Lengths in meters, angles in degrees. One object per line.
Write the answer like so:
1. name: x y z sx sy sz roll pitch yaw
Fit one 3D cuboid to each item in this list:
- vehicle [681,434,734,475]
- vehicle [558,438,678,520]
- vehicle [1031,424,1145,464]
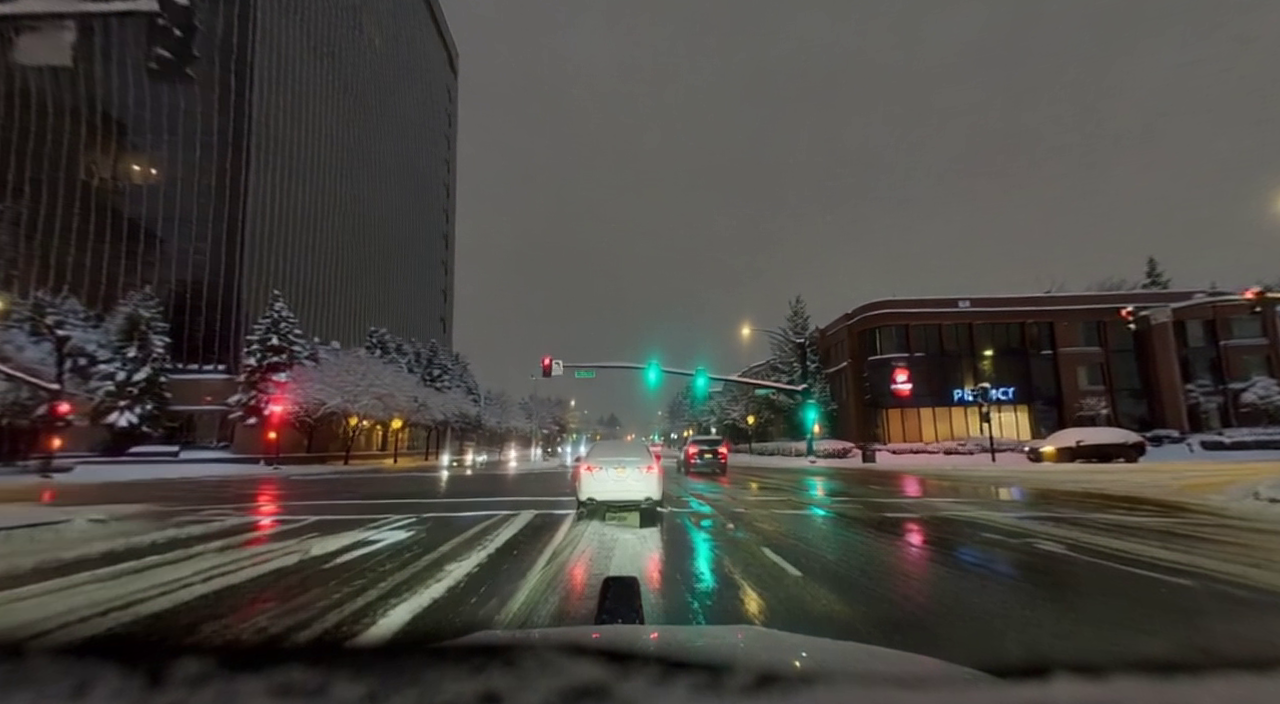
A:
1. vehicle: 3.202 4.906 30.601 2.078 1.799 4.089 1 -7 -1
2. vehicle: -0.436 2.565 13.419 2.144 1.398 3.963 1 -7 -1
3. vehicle: 23.961 4.957 33.925 4.384 2.000 2.345 1 -8 -4
